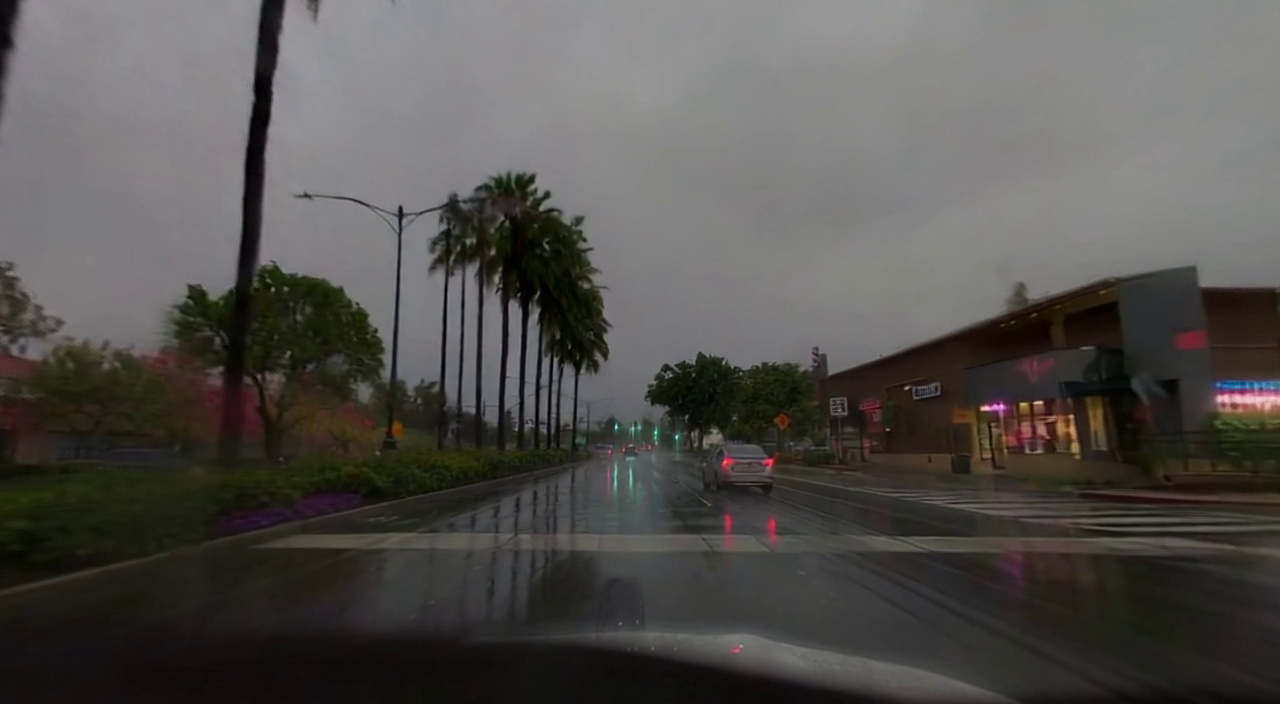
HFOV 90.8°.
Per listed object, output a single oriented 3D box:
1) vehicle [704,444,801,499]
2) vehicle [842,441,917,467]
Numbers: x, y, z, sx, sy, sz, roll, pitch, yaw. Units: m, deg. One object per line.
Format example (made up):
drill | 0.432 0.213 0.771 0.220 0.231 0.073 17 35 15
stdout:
vehicle | 3.407 3.707 20.081 2.090 1.503 4.566 0 -9 -2
vehicle | 15.697 6.691 41.510 4.091 1.605 2.017 0 -9 -2
